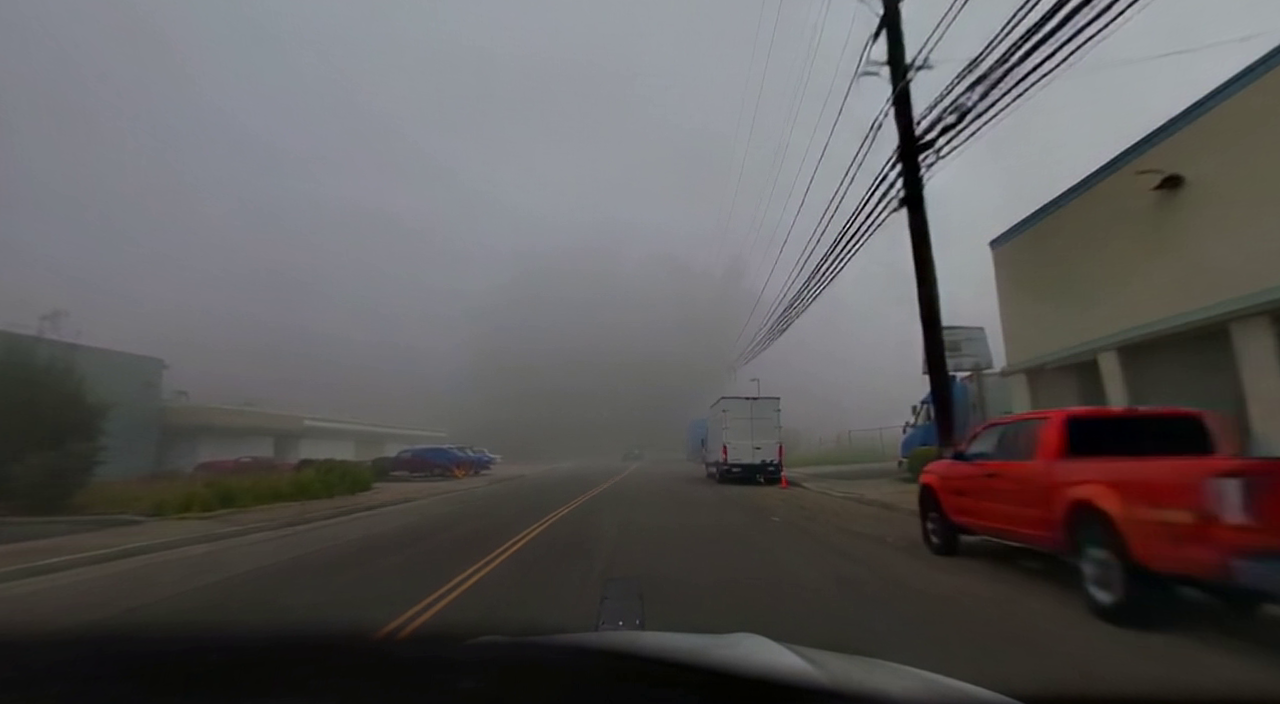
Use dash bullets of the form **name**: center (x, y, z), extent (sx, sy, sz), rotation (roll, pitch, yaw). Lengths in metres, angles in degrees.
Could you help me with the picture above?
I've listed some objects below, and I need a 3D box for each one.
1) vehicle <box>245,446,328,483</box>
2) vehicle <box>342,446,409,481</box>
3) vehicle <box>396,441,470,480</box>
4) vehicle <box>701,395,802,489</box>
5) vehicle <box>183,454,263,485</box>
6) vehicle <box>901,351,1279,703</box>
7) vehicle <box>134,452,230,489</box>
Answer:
- **vehicle**: center (-19.797, 6.283, 35.703), extent (2.026, 1.885, 4.932), rotation (0, -8, -3)
- **vehicle**: center (-14.659, 6.167, 35.266), extent (1.971, 1.789, 4.360), rotation (0, -8, -2)
- **vehicle**: center (-11.671, 6.111, 36.049), extent (2.287, 1.975, 5.511), rotation (-1, -8, 1)
- **vehicle**: center (4.318, 3.741, 26.271), extent (2.871, 3.301, 7.433), rotation (0, -8, 1)
- **vehicle**: center (-22.546, 6.358, 34.341), extent (1.833, 1.454, 3.782), rotation (0, -8, -1)
- **vehicle**: center (4.185, 1.208, 5.277), extent (1.963, 1.803, 4.708), rotation (0, -8, 0)
- **vehicle**: center (-25.128, 6.489, 34.905), extent (2.092, 1.806, 4.601), rotation (0, -9, -5)
